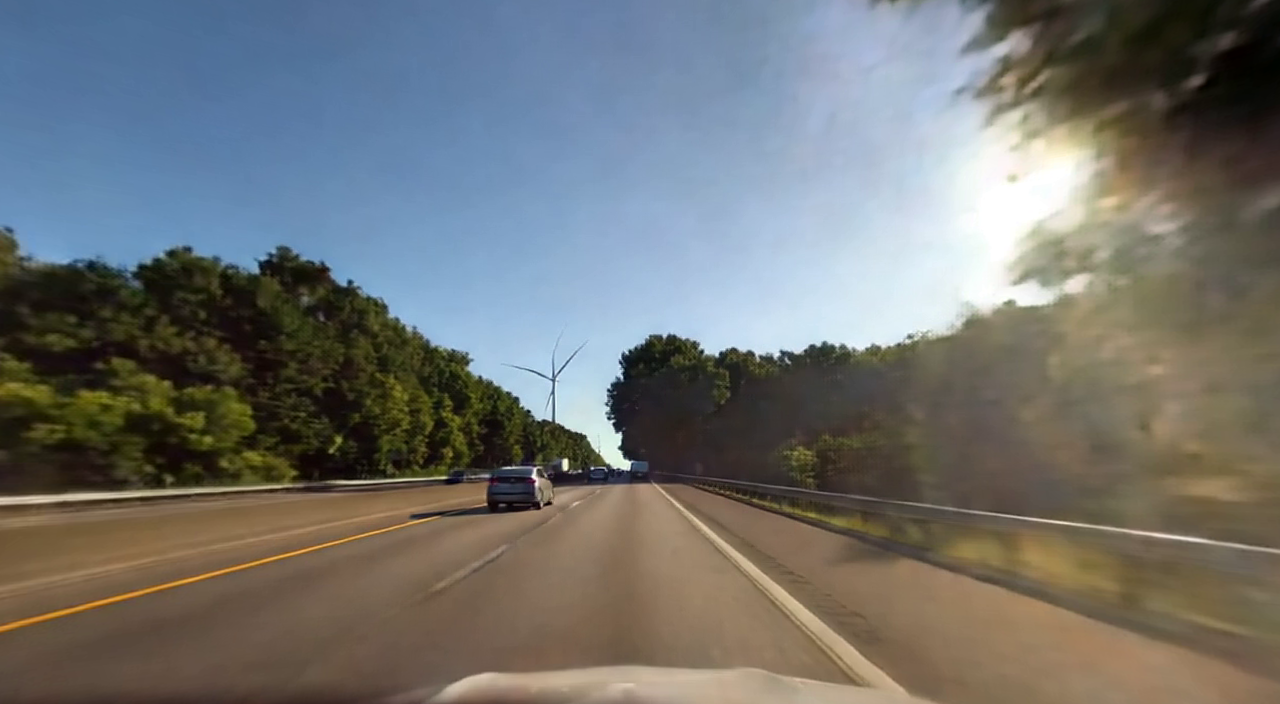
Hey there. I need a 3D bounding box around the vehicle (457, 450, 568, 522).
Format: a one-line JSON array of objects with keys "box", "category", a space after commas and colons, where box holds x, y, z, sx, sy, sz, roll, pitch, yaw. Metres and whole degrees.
[{"box": [-3.404, 3.711, 17.775, 2.124, 1.705, 4.440, 1, -11, 1], "category": "vehicle"}]
